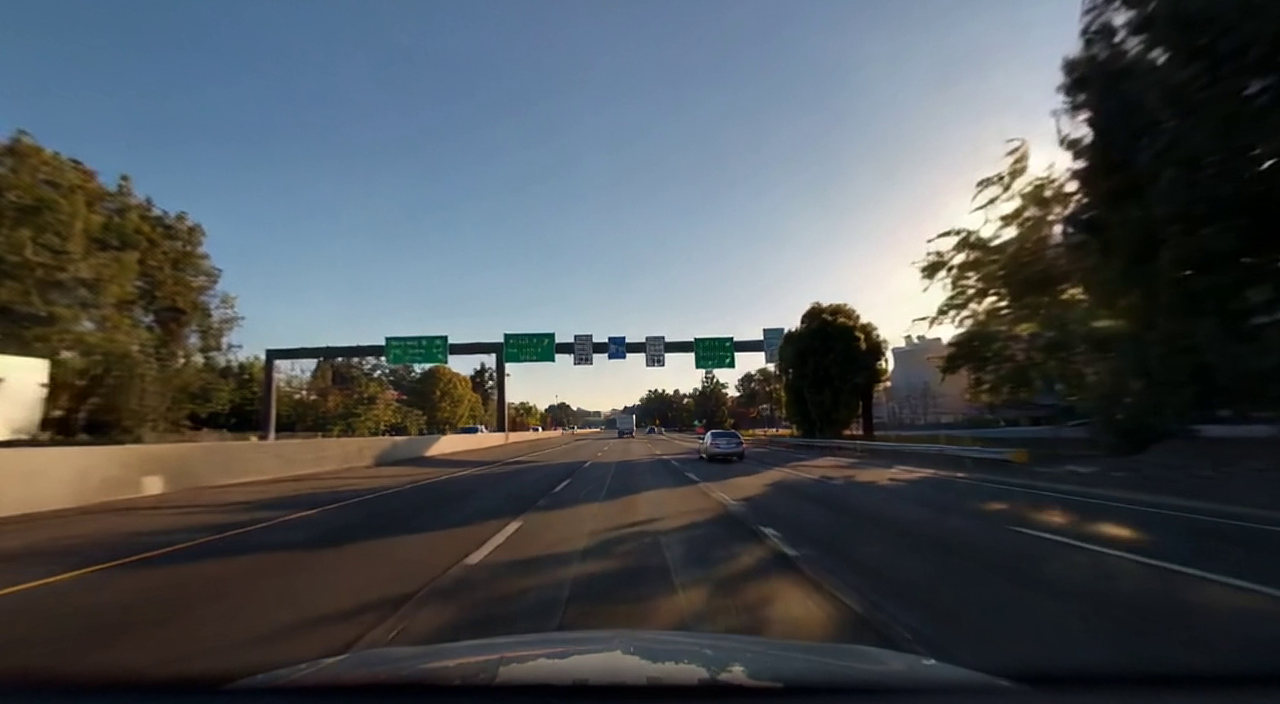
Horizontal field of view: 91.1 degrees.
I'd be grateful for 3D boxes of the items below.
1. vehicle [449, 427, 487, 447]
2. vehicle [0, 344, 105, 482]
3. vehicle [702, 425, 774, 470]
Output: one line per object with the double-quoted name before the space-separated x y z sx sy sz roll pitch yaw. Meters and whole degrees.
"vehicle" -13.593 6.733 49.905 1.862 1.546 4.126 0 -8 0
"vehicle" -20.308 1.401 15.527 2.853 4.045 13.061 0 -8 -1
"vehicle" 3.688 3.663 24.348 1.973 1.563 3.959 1 -8 -3
